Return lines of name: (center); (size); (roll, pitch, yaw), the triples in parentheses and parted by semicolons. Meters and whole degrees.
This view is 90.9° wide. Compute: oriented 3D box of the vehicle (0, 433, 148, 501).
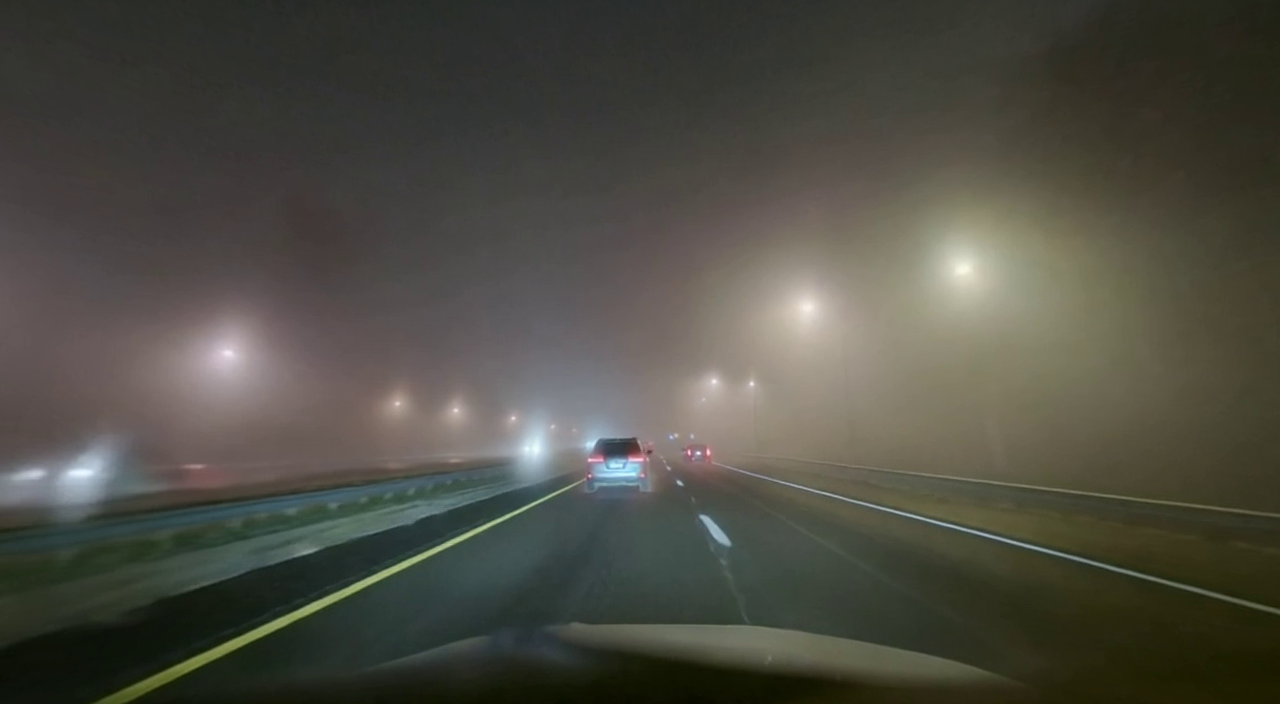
vehicle: (-18.438, 3.485, 19.586); (2.248, 1.820, 4.877); (-1, -8, 1)

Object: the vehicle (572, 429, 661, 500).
vehicle: (-0.504, 3.059, 17.597); (2.143, 1.693, 4.513); (-1, -8, 2)

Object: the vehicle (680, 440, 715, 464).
vehicle: (4.062, 7.152, 45.238); (2.073, 1.621, 3.993); (0, -8, 0)
